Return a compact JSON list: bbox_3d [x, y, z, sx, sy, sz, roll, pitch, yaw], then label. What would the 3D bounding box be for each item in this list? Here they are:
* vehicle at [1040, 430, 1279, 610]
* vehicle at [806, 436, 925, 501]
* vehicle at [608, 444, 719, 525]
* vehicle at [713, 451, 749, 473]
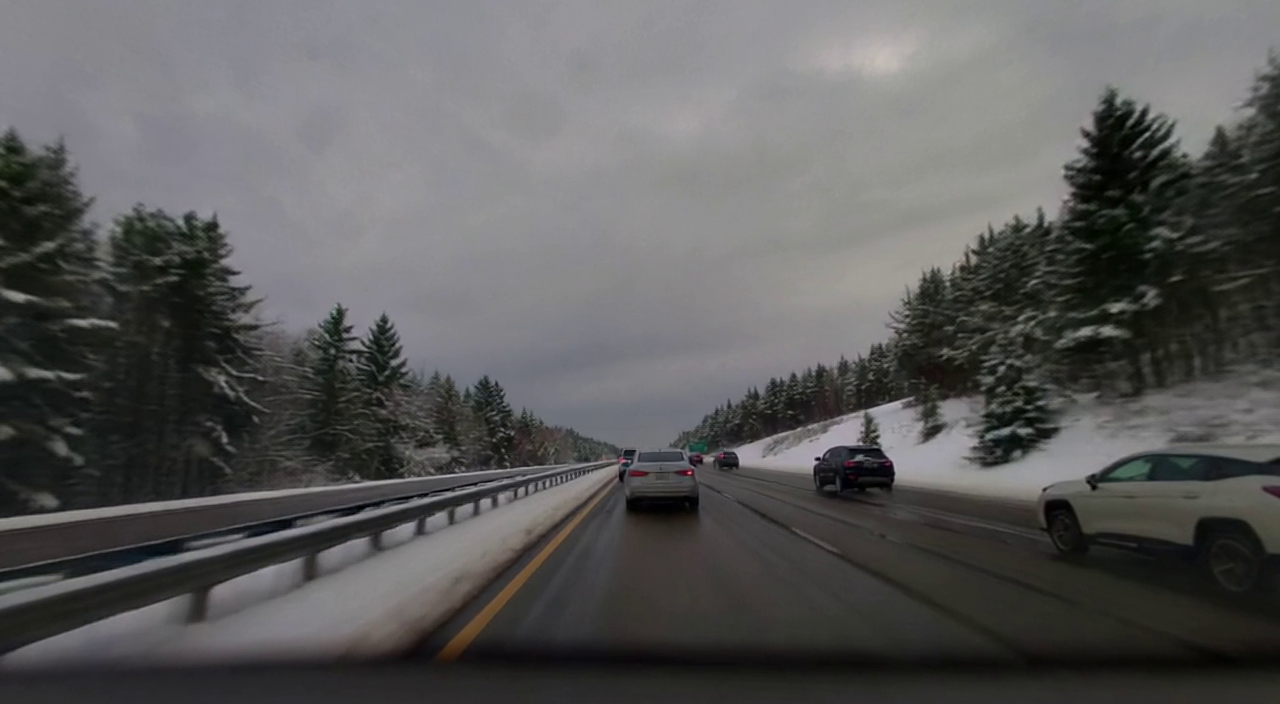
[{"bbox_3d":[6.298,1.548,6.229,1.965,1.484,4.090,0,-9,0],"label":"vehicle"},{"bbox_3d":[6.635,3.481,19.138,1.980,1.702,4.235,0,-9,-1],"label":"vehicle"},{"bbox_3d":[0.437,2.804,13.804,2.076,1.485,3.774,0,-9,0],"label":"vehicle"},{"bbox_3d":[6.376,7.743,44.560,1.921,1.451,3.841,0,-9,-1],"label":"vehicle"}]
